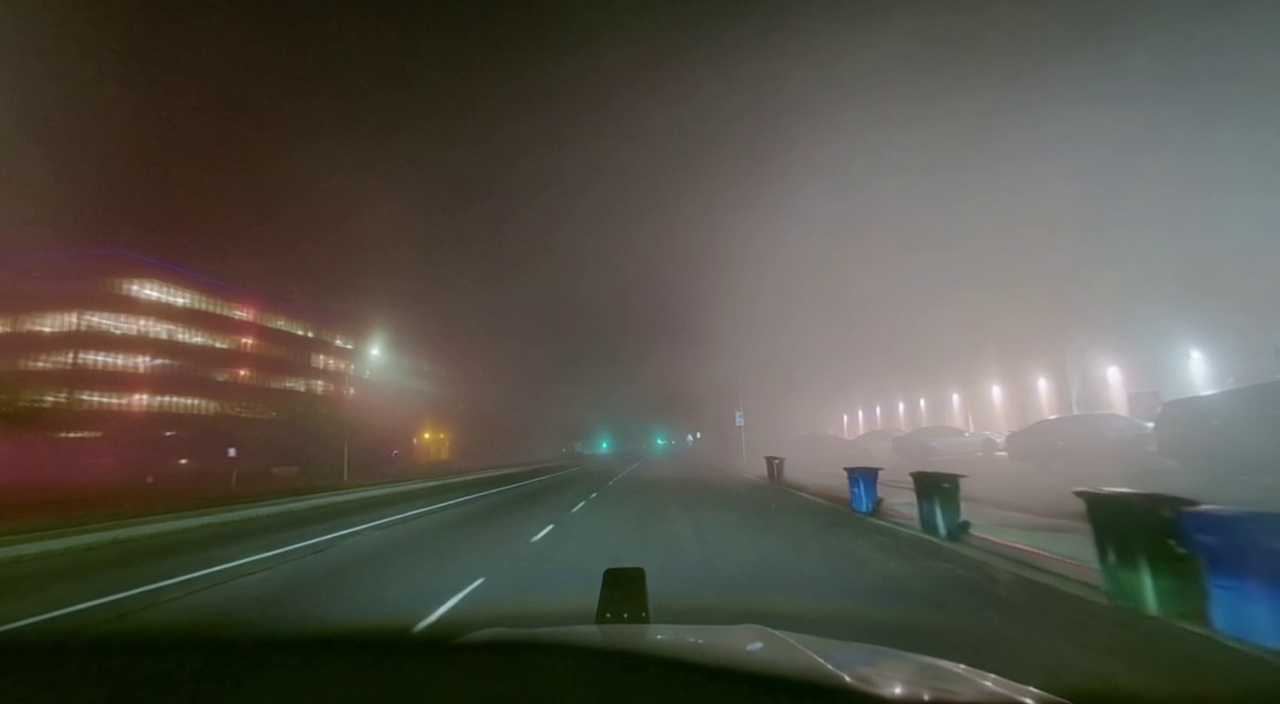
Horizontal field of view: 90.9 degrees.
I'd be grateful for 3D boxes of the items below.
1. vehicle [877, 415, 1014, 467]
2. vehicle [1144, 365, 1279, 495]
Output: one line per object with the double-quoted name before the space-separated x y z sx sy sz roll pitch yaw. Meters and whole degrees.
"vehicle" 12.414 3.672 25.861 4.478 1.578 1.944 -6 -9 2
"vehicle" 12.248 1.055 10.732 5.136 1.945 2.153 -8 -9 3
